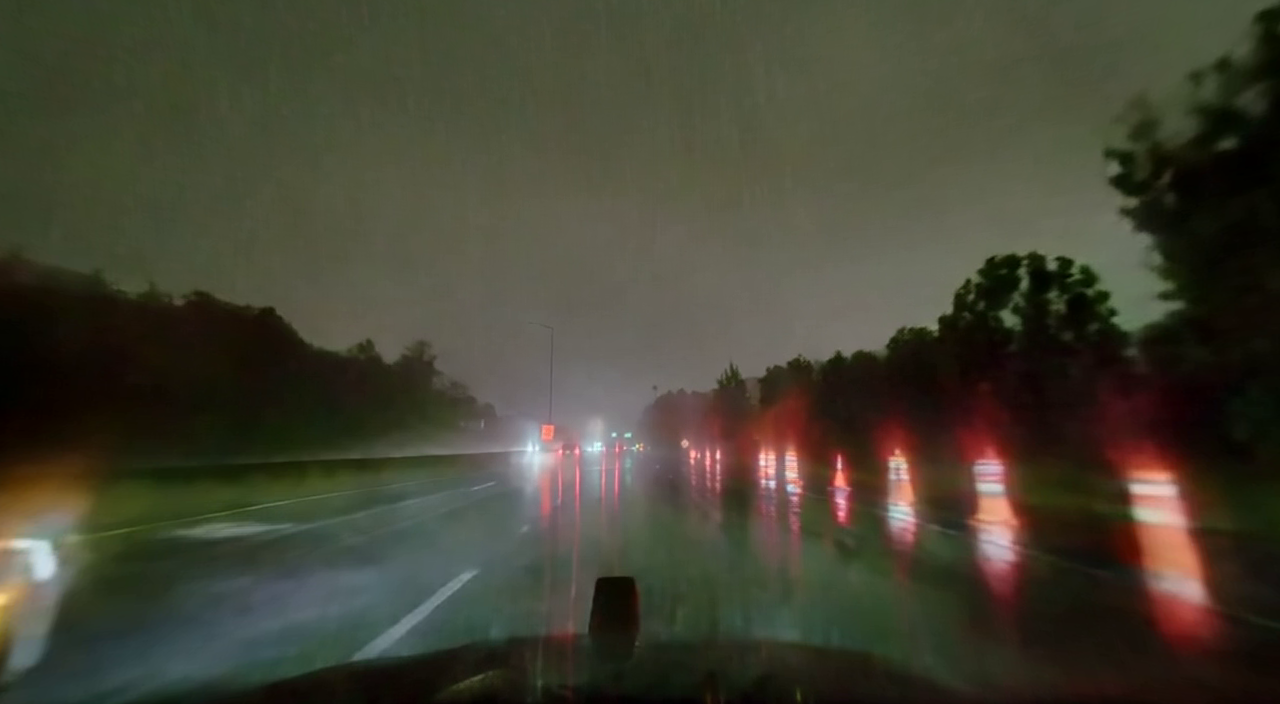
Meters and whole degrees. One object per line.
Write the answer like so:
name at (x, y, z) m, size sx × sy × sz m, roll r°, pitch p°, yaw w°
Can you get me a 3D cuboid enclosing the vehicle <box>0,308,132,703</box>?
vehicle at (-3.039, 0.460, 0.201) m, size 2.103 × 1.715 × 4.371 m, roll 0°, pitch -9°, yaw -1°
